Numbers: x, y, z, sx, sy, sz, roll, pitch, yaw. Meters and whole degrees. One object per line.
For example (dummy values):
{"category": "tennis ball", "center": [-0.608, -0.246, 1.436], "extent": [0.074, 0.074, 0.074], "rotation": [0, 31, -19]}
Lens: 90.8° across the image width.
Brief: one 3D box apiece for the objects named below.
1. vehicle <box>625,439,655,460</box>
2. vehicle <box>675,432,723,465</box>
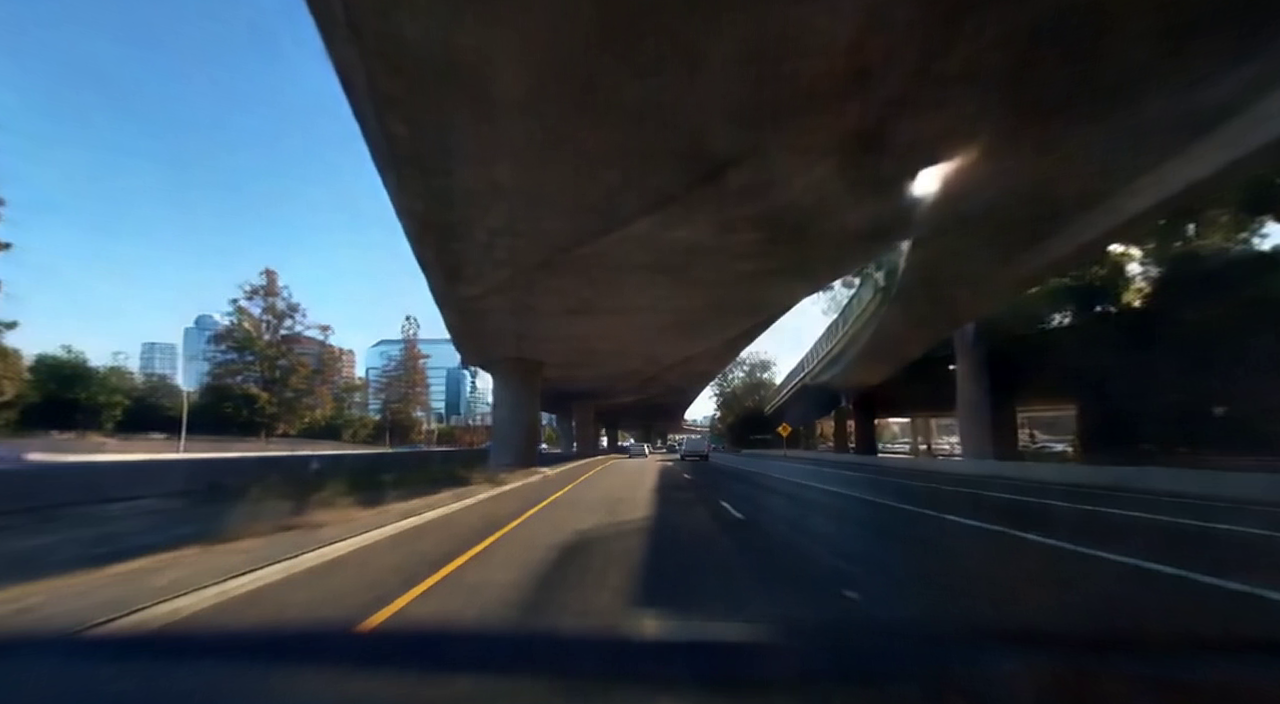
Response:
{"category": "vehicle", "center": [0.065, 7.082, 45.881], "extent": [2.046, 1.475, 3.784], "rotation": [0, -9, 2]}
{"category": "vehicle", "center": [3.350, 5.617, 36.748], "extent": [2.226, 1.779, 4.835], "rotation": [0, -9, -1]}
